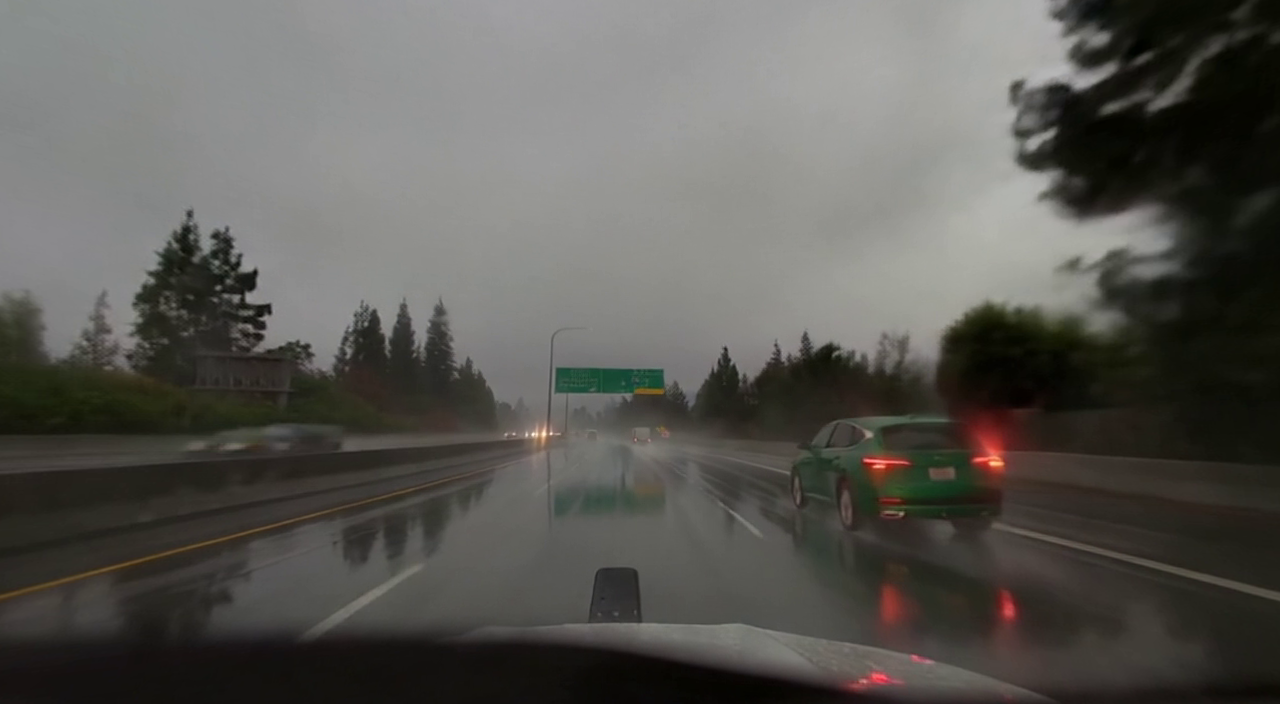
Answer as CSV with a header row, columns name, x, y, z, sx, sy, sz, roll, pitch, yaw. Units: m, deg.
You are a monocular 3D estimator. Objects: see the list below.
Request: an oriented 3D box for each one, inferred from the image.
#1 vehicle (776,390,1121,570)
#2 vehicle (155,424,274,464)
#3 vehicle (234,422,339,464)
name,x,y,z,sx,sy,sz,roll,pitch,yaw
vehicle,3.317,1.479,8.021,2.107,1.642,4.331,0,-8,-1
vehicle,-17.079,3.736,25.602,1.862,1.464,4.405,0,-8,-2
vehicle,-13.108,3.404,23.646,1.775,1.444,3.824,0,-8,-2
